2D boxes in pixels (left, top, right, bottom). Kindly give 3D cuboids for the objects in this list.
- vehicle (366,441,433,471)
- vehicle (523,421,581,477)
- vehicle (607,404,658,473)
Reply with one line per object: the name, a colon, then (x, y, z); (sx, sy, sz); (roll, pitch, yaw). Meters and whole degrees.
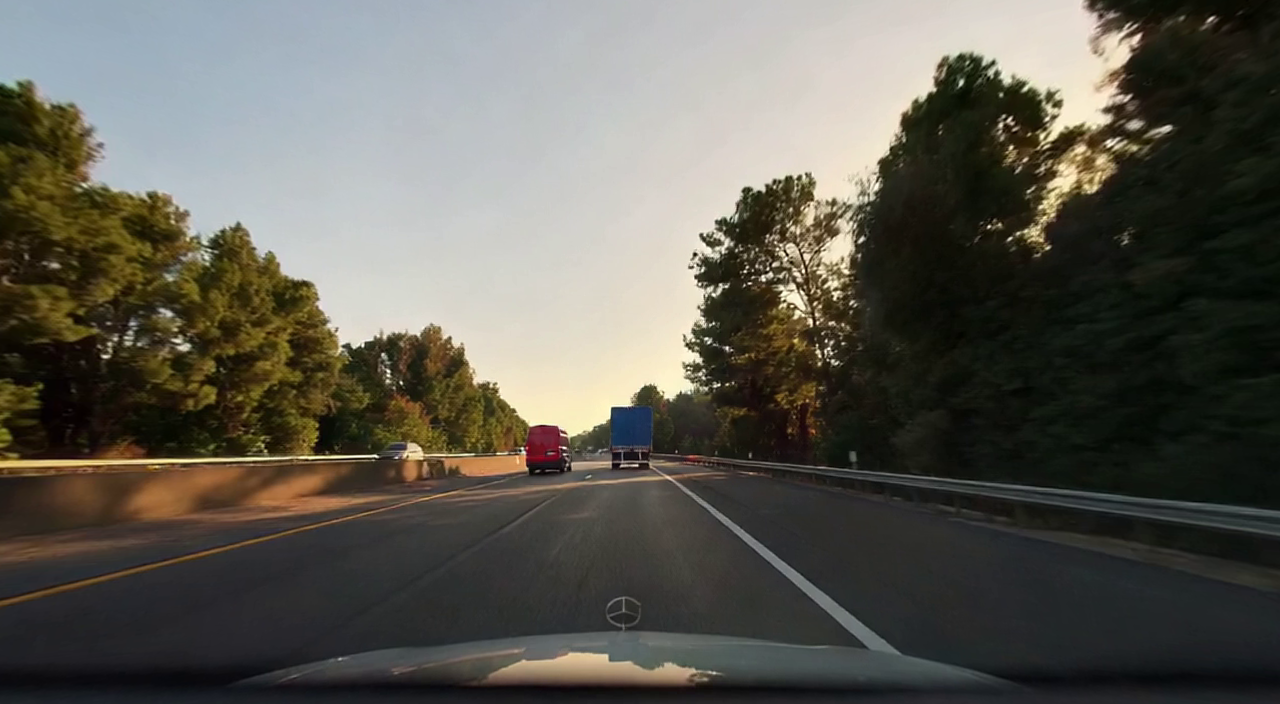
vehicle: (-12.913, 5.598, 34.134); (1.836, 1.484, 4.541); (0, -9, 0)
vehicle: (-4.664, 5.332, 34.607); (2.357, 2.786, 6.144); (0, -9, -1)
vehicle: (-0.516, 5.917, 42.475); (2.995, 4.036, 10.311); (0, -9, -1)
